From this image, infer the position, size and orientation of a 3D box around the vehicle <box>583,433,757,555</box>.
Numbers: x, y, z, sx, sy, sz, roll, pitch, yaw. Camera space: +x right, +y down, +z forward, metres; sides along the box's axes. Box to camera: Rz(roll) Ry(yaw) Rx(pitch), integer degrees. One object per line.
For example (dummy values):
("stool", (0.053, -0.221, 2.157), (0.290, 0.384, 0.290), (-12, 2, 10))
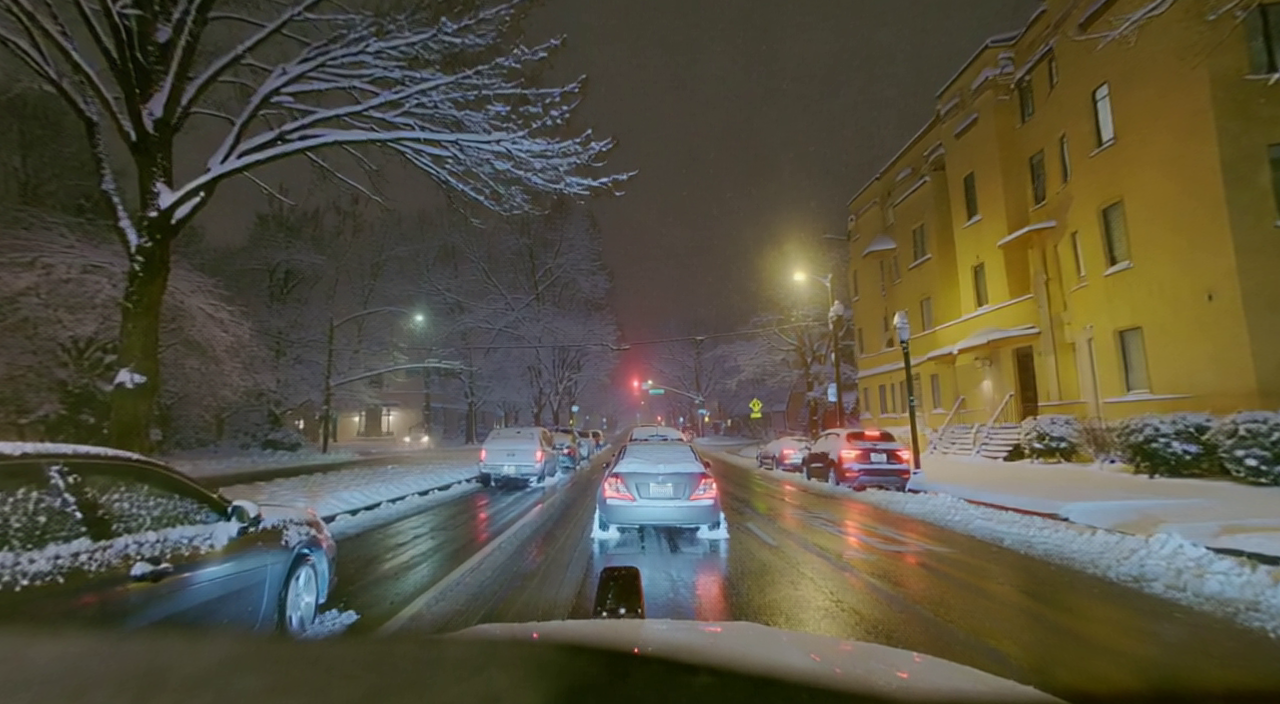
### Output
("vehicle", (0.272, 2.002, 9.603), (2.095, 1.438, 3.843), (0, -9, -3))

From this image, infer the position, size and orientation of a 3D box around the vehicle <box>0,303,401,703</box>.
("vehicle", (-3.267, 0.934, 3.391), (2.152, 1.802, 4.628), (0, -9, 0))

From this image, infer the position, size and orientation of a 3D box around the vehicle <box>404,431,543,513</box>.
("vehicle", (-3.509, 2.620, 14.260), (1.901, 1.522, 4.556), (0, -9, 0))

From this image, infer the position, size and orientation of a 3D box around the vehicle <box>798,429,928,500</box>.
("vehicle", (6.346, 3.249, 18.688), (2.025, 1.808, 4.579), (0, -9, -2))
